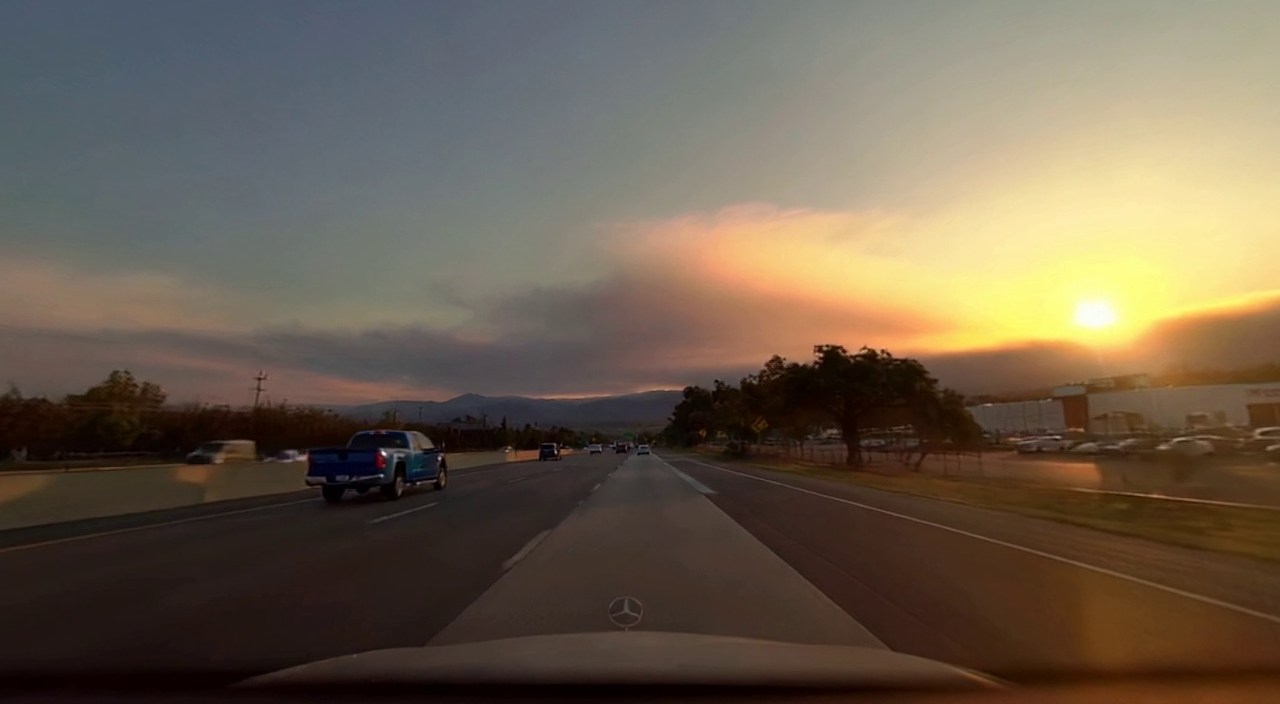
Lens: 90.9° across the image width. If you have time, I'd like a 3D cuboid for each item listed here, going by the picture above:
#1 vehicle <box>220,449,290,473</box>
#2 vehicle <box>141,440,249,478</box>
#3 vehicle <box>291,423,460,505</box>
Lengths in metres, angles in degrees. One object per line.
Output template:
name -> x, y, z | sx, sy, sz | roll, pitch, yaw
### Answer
vehicle -> -29.242, 8.284, 48.099 | 2.119, 1.617, 5.154 | -1, -8, 0
vehicle -> -29.234, 7.023, 41.809 | 2.756, 2.175, 6.080 | -3, -8, 0
vehicle -> -7.077, 3.063, 17.852 | 2.156, 1.911, 5.956 | 0, -8, 1
